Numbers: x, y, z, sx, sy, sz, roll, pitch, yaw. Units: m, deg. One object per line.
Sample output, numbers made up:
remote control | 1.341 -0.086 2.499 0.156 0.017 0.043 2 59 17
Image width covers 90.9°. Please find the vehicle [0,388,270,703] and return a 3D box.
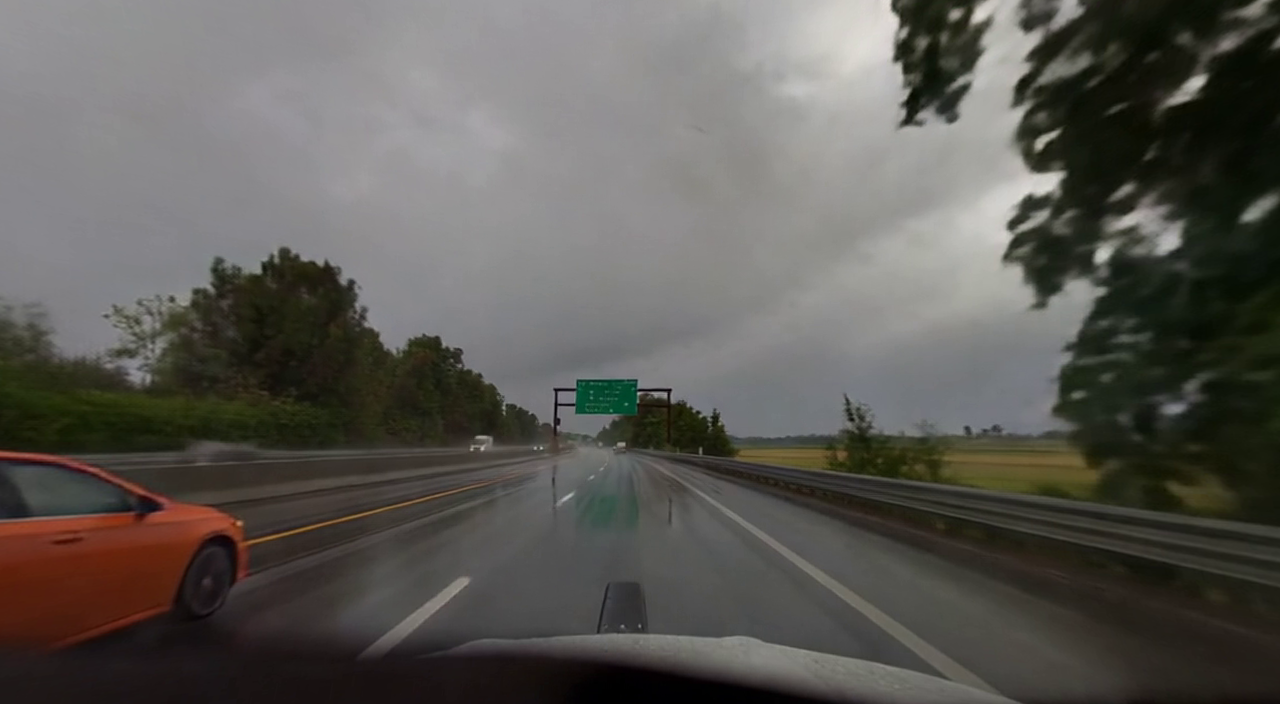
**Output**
vehicle | -3.854 0.941 2.825 1.990 1.532 3.911 0 -9 0
